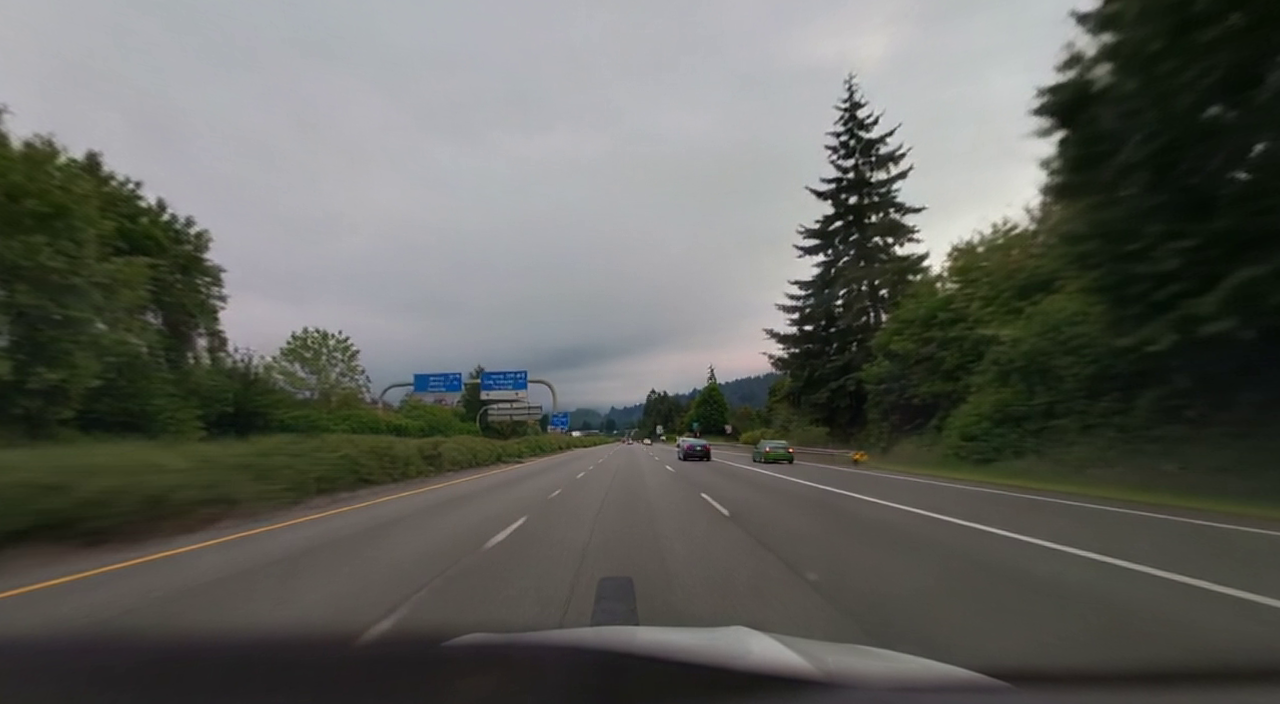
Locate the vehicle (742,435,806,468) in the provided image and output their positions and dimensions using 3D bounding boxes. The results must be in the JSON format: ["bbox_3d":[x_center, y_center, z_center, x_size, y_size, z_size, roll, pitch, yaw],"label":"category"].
[{"bbox_3d":[6.613,4.920,31.624,2.003,1.522,4.940,0,-8,-2],"label":"vehicle"}]

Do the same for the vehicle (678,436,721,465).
[{"bbox_3d":[3.140,5.250,33.972,1.819,1.468,3.770,0,-8,-2],"label":"vehicle"}]

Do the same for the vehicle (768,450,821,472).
[{"bbox_3d":[6.751,4.766,27.729,1.535,0.862,2.814,0,-8,-2],"label":"vehicle"}]
